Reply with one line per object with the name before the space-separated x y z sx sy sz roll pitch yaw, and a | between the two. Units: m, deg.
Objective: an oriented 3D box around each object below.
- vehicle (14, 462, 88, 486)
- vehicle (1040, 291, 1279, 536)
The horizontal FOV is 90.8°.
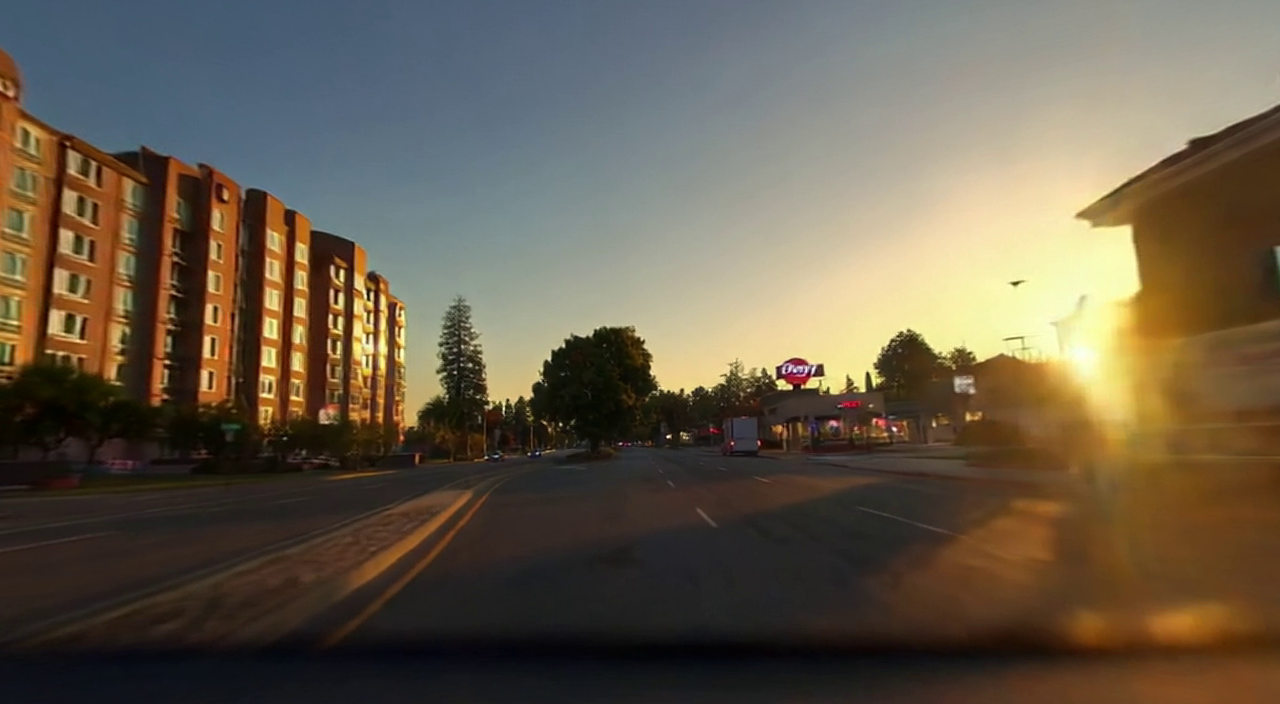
vehicle | -39.899 8.229 42.883 1.594 1.406 3.445 -1 -8 2
vehicle | 9.873 0.984 9.550 2.917 3.205 6.985 0 -8 -1
